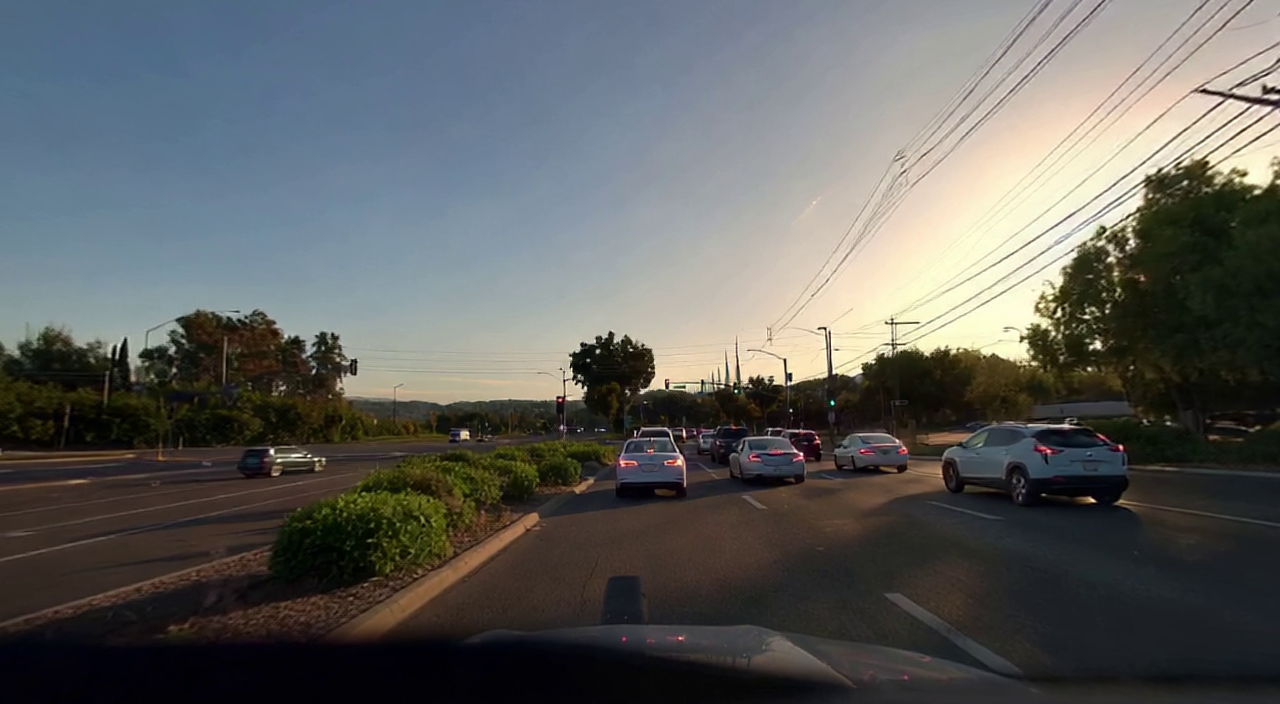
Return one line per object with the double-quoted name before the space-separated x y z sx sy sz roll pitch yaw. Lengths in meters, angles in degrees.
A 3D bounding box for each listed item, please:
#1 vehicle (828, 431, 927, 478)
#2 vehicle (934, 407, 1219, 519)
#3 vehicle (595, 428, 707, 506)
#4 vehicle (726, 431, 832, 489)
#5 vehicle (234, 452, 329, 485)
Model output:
"vehicle" 8.181 3.580 22.235 1.905 1.483 4.469 -1 -8 2
"vehicle" 8.306 2.186 12.856 2.195 1.802 5.051 0 -8 1
"vehicle" 0.244 2.597 14.660 2.208 1.498 4.401 0 -8 1
"vehicle" 3.826 3.068 18.232 2.028 1.454 4.531 0 -8 0
"vehicle" -17.349 5.632 30.777 1.986 1.404 4.177 -1 -8 4
